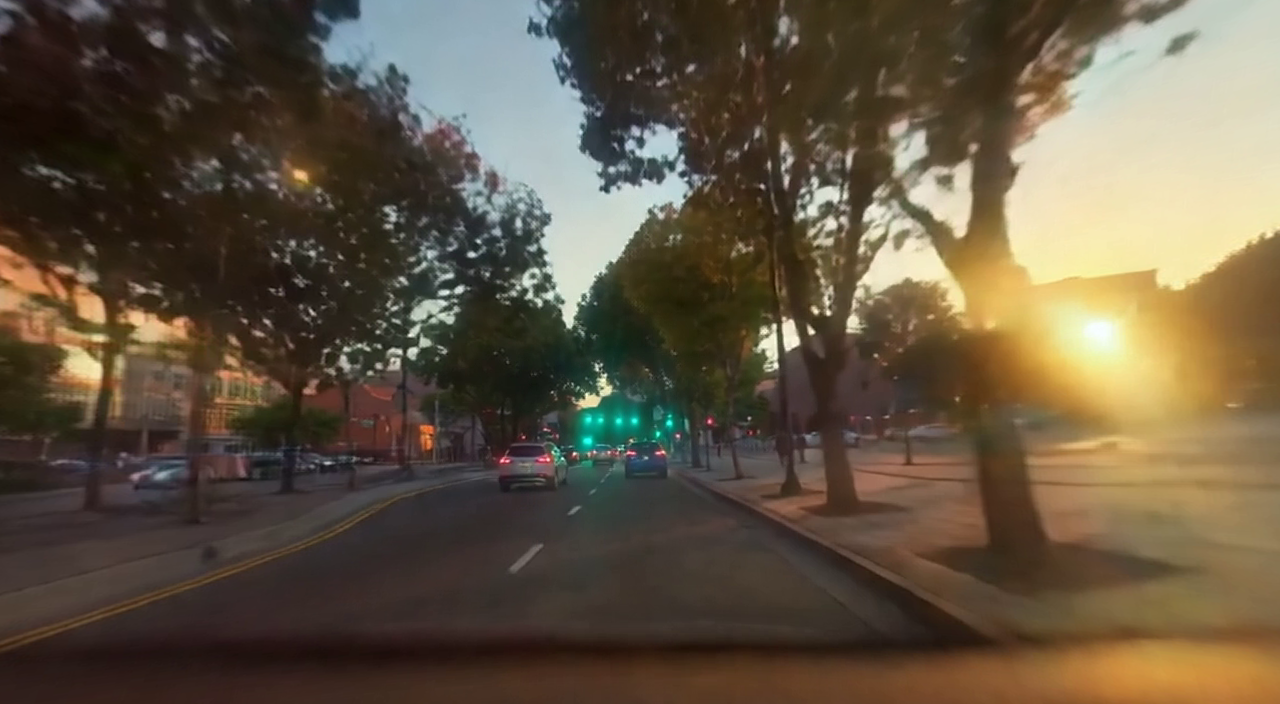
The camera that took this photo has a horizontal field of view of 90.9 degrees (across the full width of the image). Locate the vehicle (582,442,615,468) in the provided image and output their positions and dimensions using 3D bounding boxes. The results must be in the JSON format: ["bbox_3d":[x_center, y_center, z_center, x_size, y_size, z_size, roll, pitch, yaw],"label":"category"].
[{"bbox_3d":[-3.065,7.697,47.377,2.220,1.847,4.587,0,-8,0],"label":"vehicle"}]

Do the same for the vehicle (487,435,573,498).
[{"bbox_3d":[-3.296,3.502,19.620,1.940,1.722,3.823,0,-8,1],"label":"vehicle"}]

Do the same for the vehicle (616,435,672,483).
[{"bbox_3d":[0.147,4.323,25.743,2.120,1.758,3.917,0,-8,0],"label":"vehicle"}]

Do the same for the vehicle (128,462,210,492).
[{"bbox_3d":[-31.104,8.233,41.810,1.929,1.671,4.597,0,-8,-2],"label":"vehicle"}]
